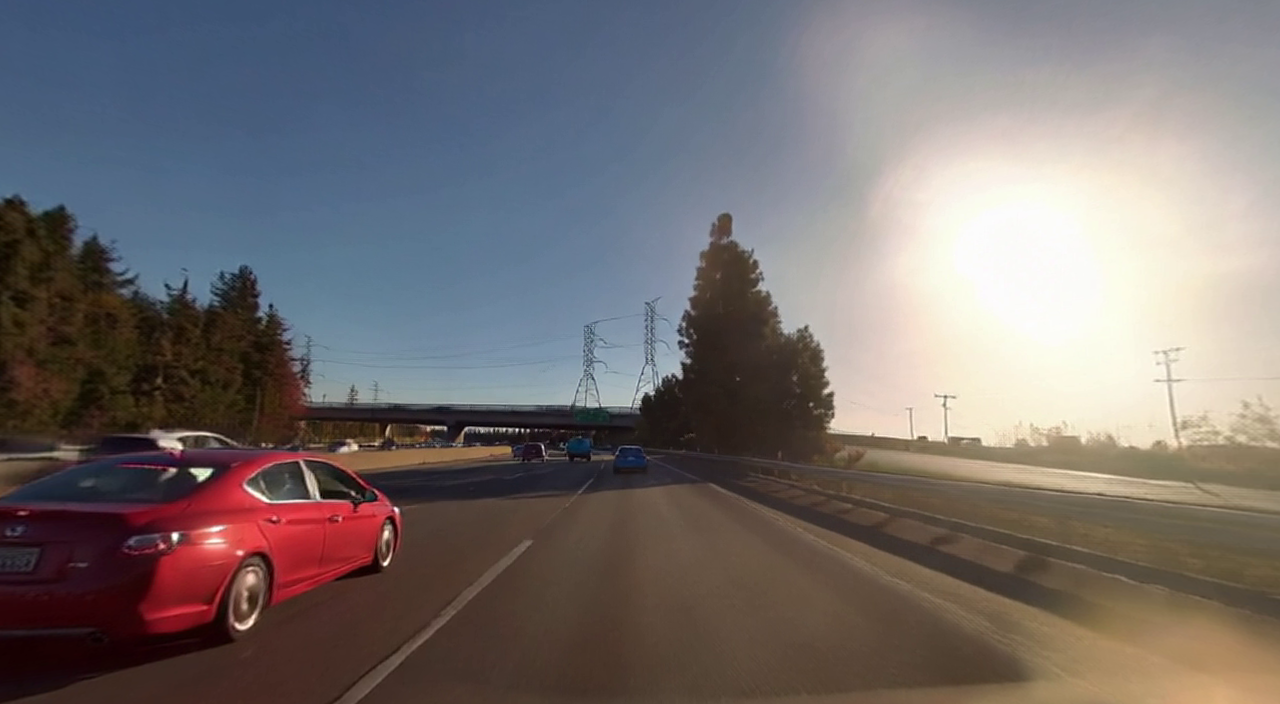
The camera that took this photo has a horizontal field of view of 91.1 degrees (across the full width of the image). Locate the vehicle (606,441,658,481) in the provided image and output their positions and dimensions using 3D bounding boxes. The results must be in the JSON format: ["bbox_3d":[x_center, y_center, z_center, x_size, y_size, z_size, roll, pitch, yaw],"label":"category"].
[{"bbox_3d":[-0.384,4.373,25.503,1.954,1.460,3.983,0,-8,-2],"label":"vehicle"}]

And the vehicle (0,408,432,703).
[{"bbox_3d":[-3.572,1.367,5.311,2.035,1.514,4.600,0,-8,0],"label":"vehicle"}]

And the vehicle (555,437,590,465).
[{"bbox_3d":[-4.676,6.898,43.862,2.174,1.806,3.932,0,-9,-3],"label":"vehicle"}]
